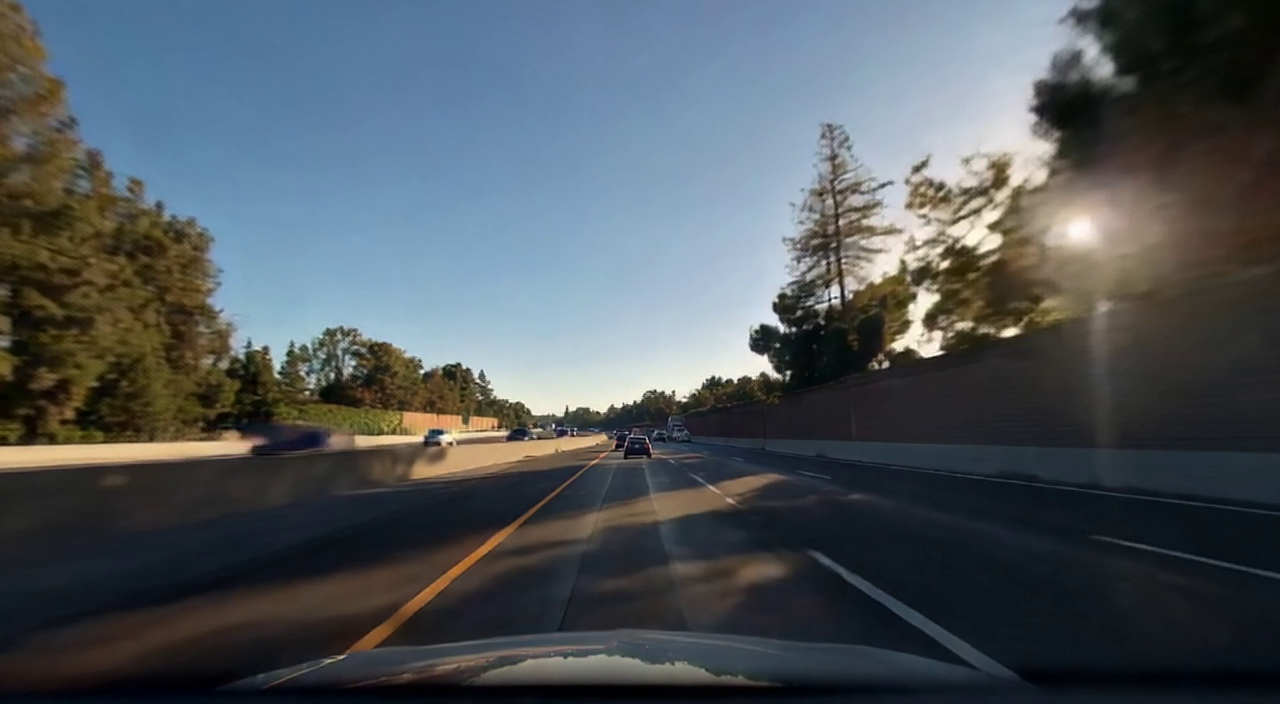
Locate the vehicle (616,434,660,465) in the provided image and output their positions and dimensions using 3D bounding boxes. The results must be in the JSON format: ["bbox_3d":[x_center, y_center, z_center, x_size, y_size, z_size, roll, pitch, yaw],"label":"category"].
[{"bbox_3d":[-0.148,4.965,32.446,2.119,1.480,4.000,0,-8,-1],"label":"vehicle"}]

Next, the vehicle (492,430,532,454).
[{"bbox_3d":[-8.560,6.038,42.451,1.941,1.506,3.768,0,-8,0],"label":"vehicle"}]

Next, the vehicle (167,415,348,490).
[{"bbox_3d":[-8.793,2.332,14.968,1.842,1.511,3.979,0,-8,-1],"label":"vehicle"}]

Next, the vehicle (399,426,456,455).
[{"bbox_3d":[-12.818,5.341,38.218,1.974,1.647,4.270,0,-8,0],"label":"vehicle"}]
